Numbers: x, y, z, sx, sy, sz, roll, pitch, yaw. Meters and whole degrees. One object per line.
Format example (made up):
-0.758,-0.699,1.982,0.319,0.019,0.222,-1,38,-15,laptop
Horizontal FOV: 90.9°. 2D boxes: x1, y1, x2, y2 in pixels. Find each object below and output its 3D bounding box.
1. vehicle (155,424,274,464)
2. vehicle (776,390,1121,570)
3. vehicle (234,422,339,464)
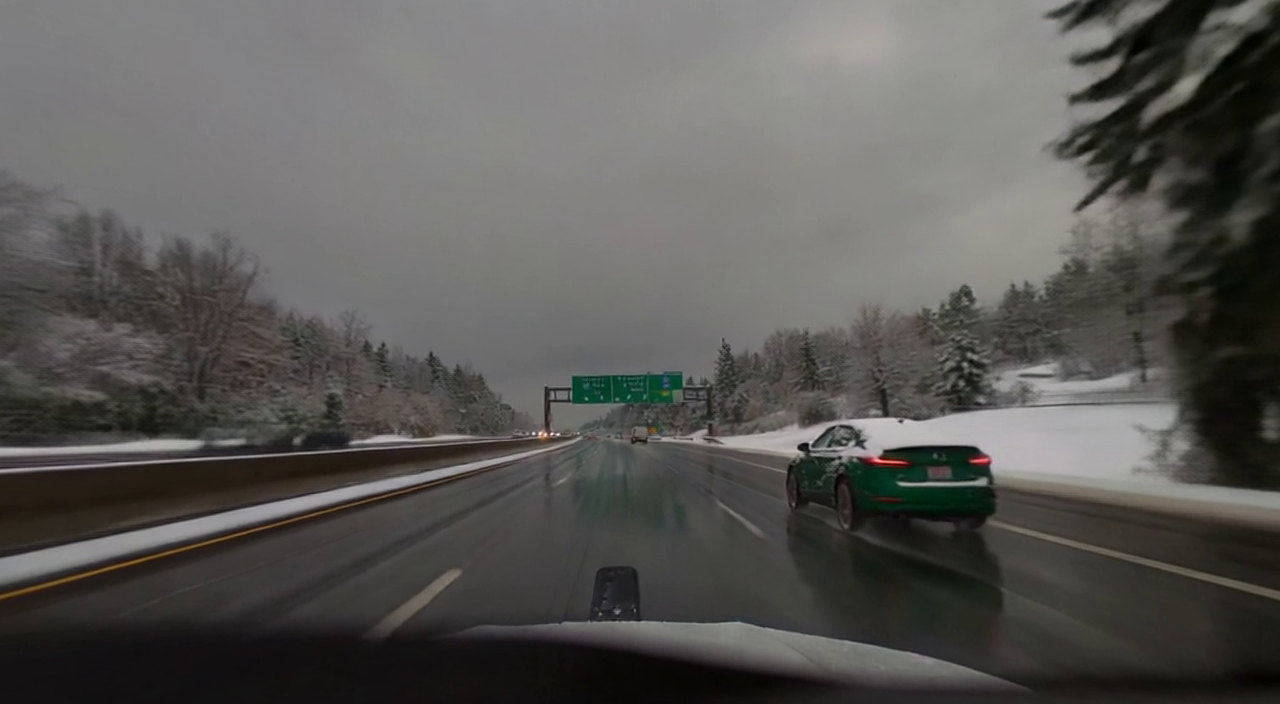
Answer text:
-17.079,3.736,25.602,1.862,1.464,4.405,0,-8,-2,vehicle
3.317,1.479,8.021,2.107,1.642,4.331,0,-8,-1,vehicle
-13.108,3.404,23.646,1.775,1.444,3.824,0,-8,-2,vehicle
